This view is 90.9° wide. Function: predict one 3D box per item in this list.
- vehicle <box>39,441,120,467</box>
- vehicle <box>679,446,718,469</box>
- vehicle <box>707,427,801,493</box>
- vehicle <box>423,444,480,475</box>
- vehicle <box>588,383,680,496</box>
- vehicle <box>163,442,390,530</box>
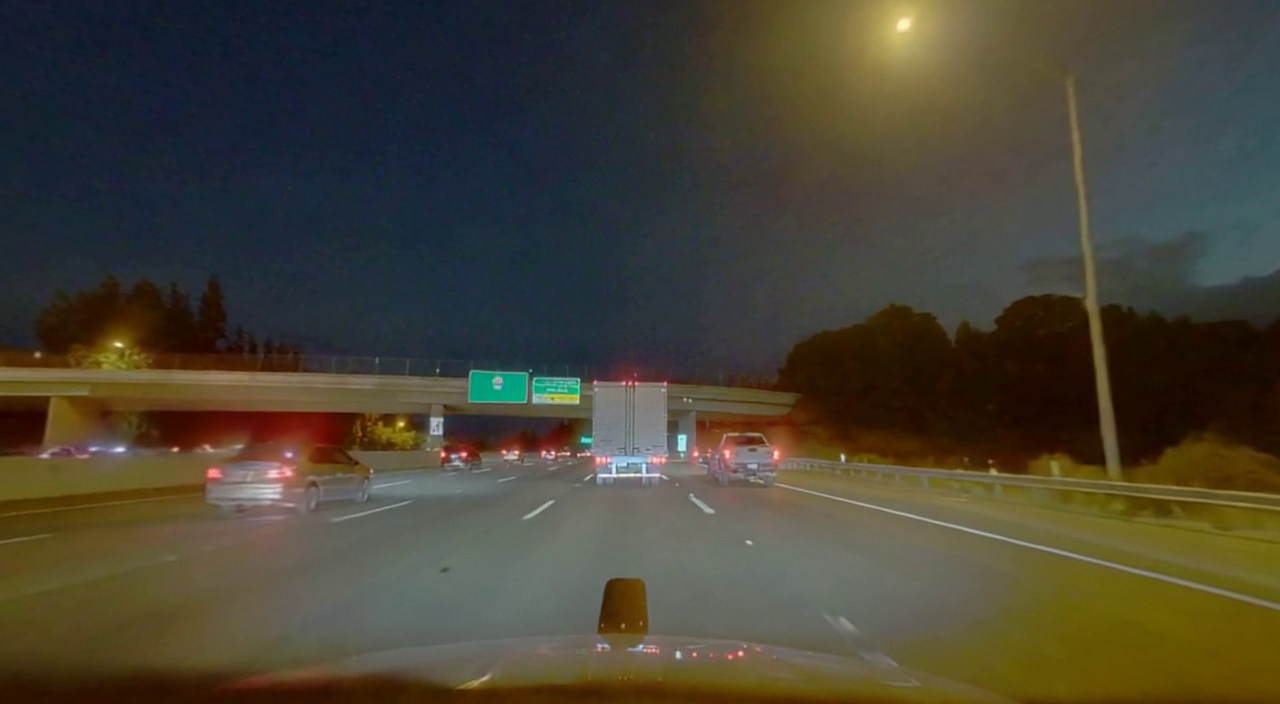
[{"bbox_3d":[-34.333,6.223,38.766,1.622,1.433,3.904,1,-7,-5],"label":"vehicle"},{"bbox_3d":[3.967,7.333,43.888,2.108,1.508,4.744,0,-9,-2],"label":"vehicle"},{"bbox_3d":[3.740,3.670,21.728,2.174,1.968,5.016,0,-9,-1],"label":"vehicle"},{"bbox_3d":[-11.621,6.650,39.305,2.119,1.747,5.121,0,-9,-2],"label":"vehicle"},{"bbox_3d":[-0.254,3.587,25.541,2.916,3.584,10.841,0,-9,-1],"label":"vehicle"},{"bbox_3d":[-7.283,2.698,13.427,2.057,1.506,4.829,0,-9,-1],"label":"vehicle"}]
